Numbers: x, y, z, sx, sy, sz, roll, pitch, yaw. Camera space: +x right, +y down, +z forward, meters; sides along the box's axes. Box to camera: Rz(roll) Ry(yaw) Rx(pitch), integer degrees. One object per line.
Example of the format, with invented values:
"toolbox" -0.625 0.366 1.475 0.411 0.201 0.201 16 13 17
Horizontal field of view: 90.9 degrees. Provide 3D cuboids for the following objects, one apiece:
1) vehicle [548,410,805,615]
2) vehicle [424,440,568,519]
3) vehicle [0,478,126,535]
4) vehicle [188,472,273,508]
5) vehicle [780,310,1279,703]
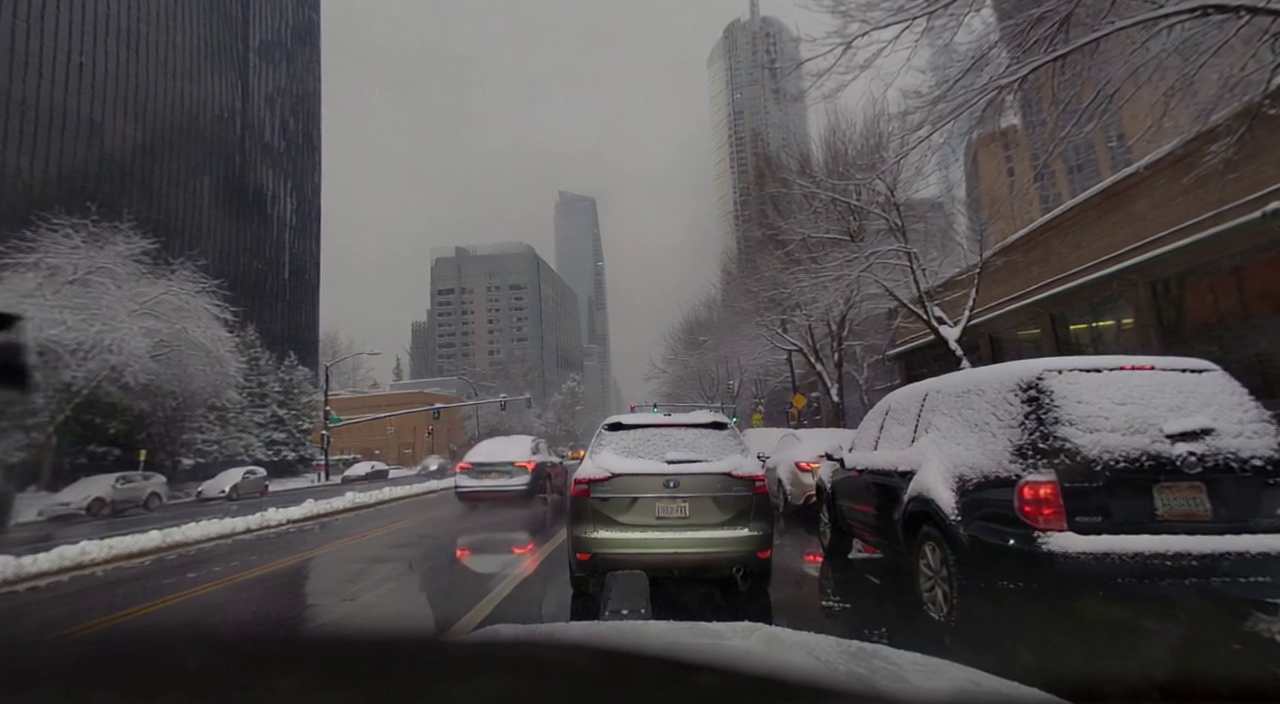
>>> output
"vehicle" 0.232 1.547 6.878 2.045 1.608 3.573 0 -9 -2
"vehicle" -3.012 2.789 14.420 2.088 1.483 4.708 0 -9 1
"vehicle" -22.635 5.770 24.056 1.975 1.698 4.715 0 -9 2
"vehicle" -22.627 7.591 35.032 1.854 1.419 4.318 -7 -8 0
"vehicle" 2.750 1.100 4.953 2.117 1.855 4.794 0 -9 -1
